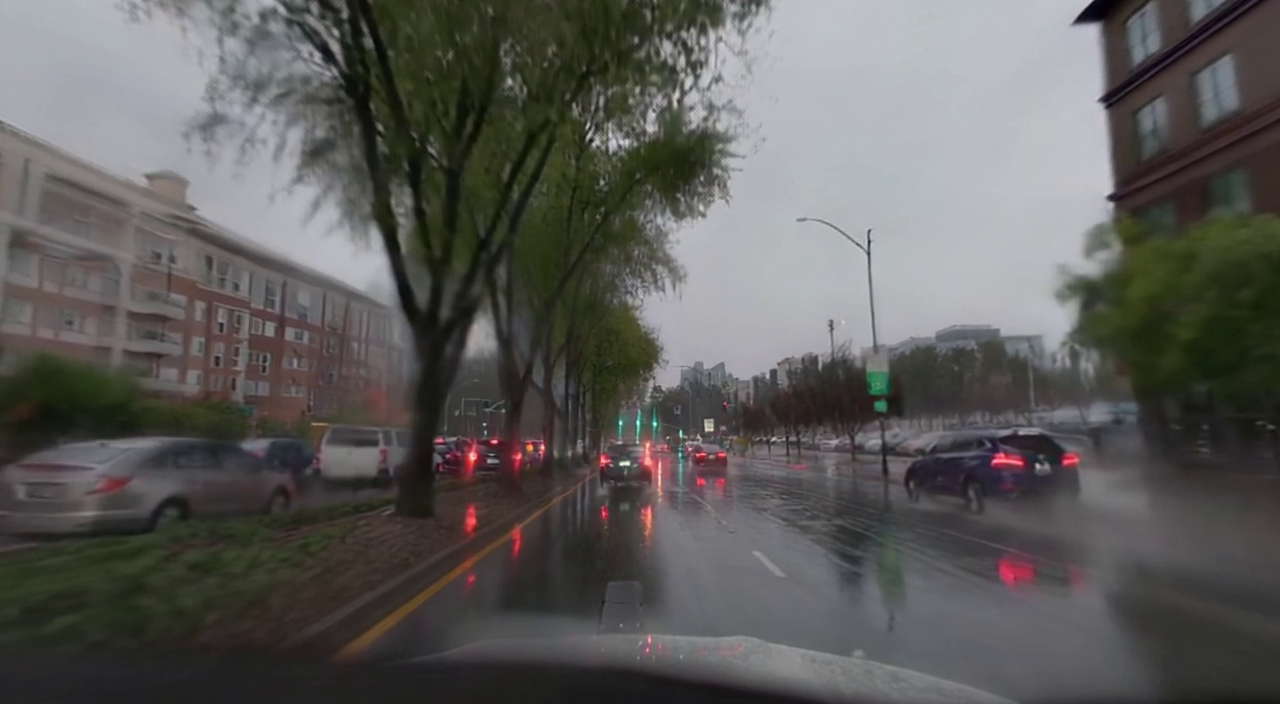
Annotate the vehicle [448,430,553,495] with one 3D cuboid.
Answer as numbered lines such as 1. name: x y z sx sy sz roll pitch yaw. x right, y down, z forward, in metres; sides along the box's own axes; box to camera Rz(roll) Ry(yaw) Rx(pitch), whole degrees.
1. vehicle: -3.851 3.150 18.299 2.009 1.619 4.376 0 -9 1

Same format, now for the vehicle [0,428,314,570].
1. vehicle: -6.837 1.918 9.100 1.877 1.493 4.624 0 -9 -1

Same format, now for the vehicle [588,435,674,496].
1. vehicle: -0.250 3.177 18.022 2.161 1.501 4.184 0 -9 0

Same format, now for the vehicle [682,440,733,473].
1. vehicle: 3.255 5.131 31.130 1.905 1.473 4.183 0 -9 -2

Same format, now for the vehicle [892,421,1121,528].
1. vehicle: 6.683 2.266 12.194 1.889 1.681 4.120 0 -9 0

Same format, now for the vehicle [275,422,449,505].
1. vehicle: -6.784 2.802 16.328 1.864 1.737 5.689 0 -9 1
